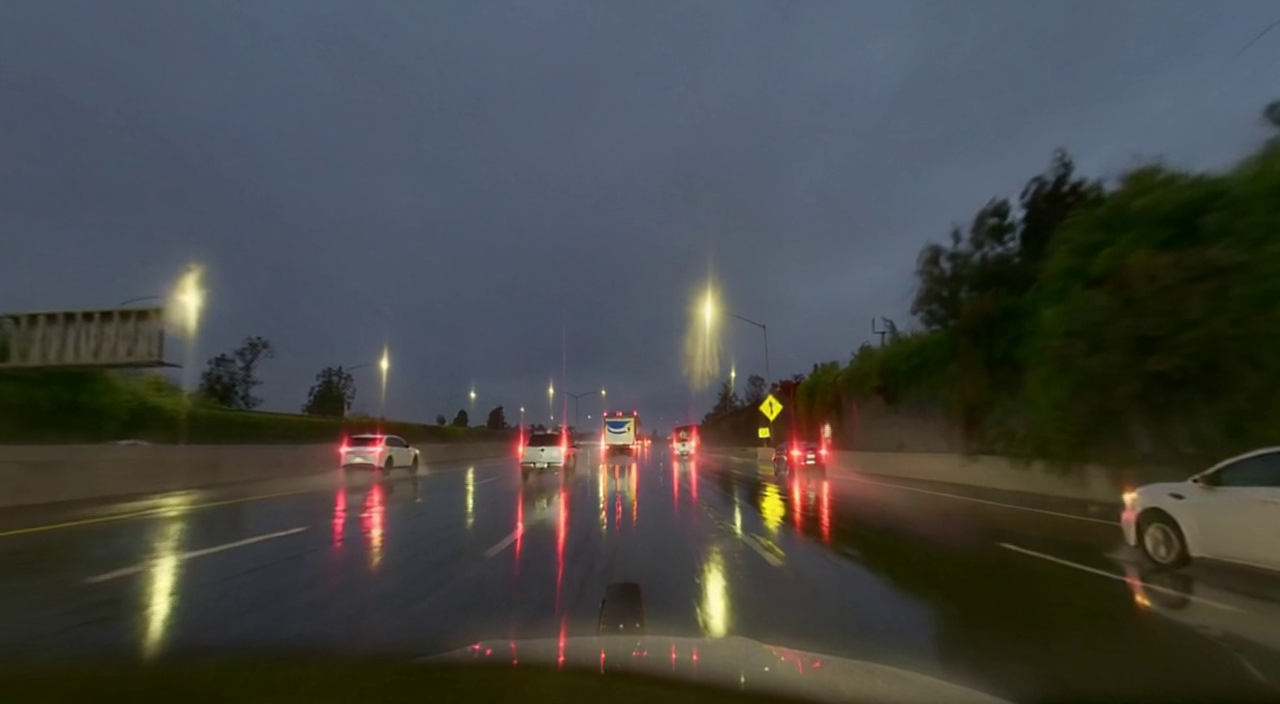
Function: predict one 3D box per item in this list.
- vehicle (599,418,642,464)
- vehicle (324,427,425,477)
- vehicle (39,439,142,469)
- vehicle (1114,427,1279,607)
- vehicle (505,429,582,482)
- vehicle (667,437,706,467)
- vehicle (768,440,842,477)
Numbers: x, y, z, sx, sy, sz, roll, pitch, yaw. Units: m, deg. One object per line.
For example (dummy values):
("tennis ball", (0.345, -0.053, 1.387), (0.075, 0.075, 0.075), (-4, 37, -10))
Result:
("vehicle", (-1.182, 5.842, 41.096), (2.456, 2.705, 6.251), (0, -8, 1))
("vehicle", (-10.142, 3.865, 24.461), (2.023, 1.739, 4.229), (0, -8, 0))
("vehicle", (-32.696, 6.073, 37.658), (2.072, 1.667, 4.415), (0, -8, 1))
("vehicle", (6.371, 1.313, 4.775), (2.026, 1.487, 4.489), (1, -8, -1))
("vehicle", (-3.380, 3.731, 22.923), (2.095, 1.688, 4.188), (0, -8, 1))
("vehicle", (2.727, 5.960, 37.518), (2.067, 1.654, 3.985), (0, -8, 1))
("vehicle", (7.212, 4.710, 28.077), (1.970, 1.499, 4.491), (1, -8, -2))
